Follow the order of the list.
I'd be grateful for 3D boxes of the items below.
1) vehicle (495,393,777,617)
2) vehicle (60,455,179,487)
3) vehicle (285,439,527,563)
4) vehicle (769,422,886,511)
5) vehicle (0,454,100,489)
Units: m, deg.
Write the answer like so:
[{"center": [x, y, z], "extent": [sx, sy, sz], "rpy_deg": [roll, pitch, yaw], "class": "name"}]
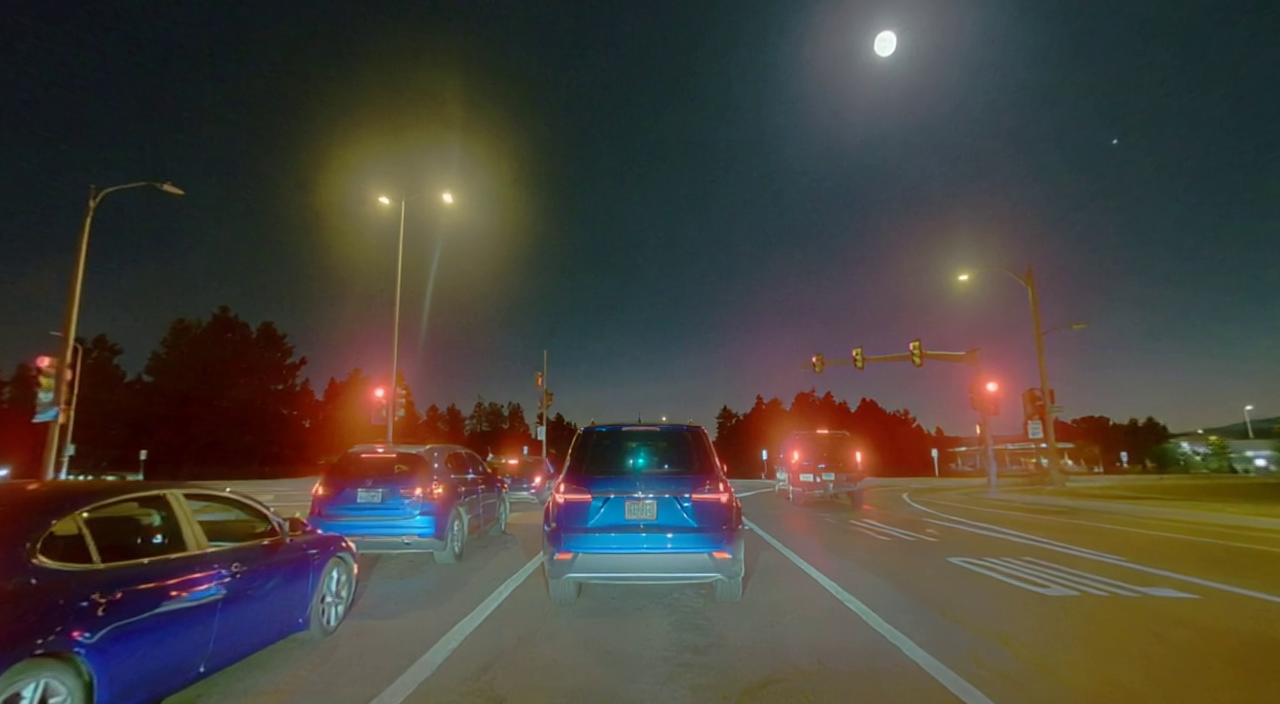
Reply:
[{"center": [-0.025, 1.518, 7.173], "extent": [2.203, 1.757, 4.286], "rpy_deg": [0, -8, 0], "class": "vehicle"}, {"center": [-25.991, 5.946, 31.609], "extent": [4.140, 1.444, 1.742], "rpy_deg": [2, -9, -15], "class": "vehicle"}, {"center": [-3.190, 2.097, 9.760], "extent": [1.913, 1.453, 4.413], "rpy_deg": [0, -8, 2], "class": "vehicle"}, {"center": [4.815, 2.999, 16.907], "extent": [2.084, 2.053, 4.073], "rpy_deg": [-1, -8, 4], "class": "vehicle"}, {"center": [-27.028, 5.279, 27.963], "extent": [4.198, 1.444, 1.765], "rpy_deg": [2, -9, -15], "class": "vehicle"}]
